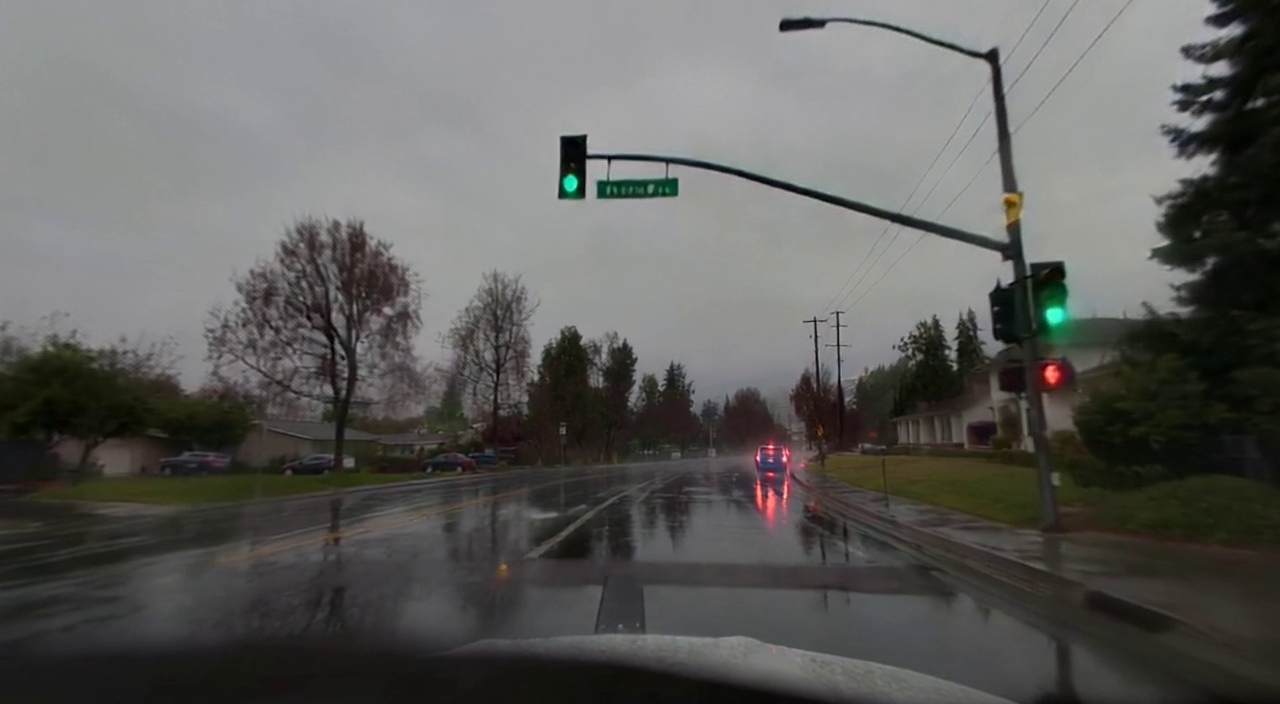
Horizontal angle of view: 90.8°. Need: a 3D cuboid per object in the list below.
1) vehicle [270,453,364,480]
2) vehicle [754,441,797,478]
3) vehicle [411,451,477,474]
[{"bbox_3d":[-18.942,6.698,37.133,4.658,1.482,1.879,-2,-9,11],"label":"vehicle"},{"bbox_3d":[7.005,5.550,32.902,1.989,1.782,4.351,-2,-9,10],"label":"vehicle"},{"bbox_3d":[-14.395,8.084,46.383,4.284,1.549,1.828,-3,-9,17],"label":"vehicle"}]
